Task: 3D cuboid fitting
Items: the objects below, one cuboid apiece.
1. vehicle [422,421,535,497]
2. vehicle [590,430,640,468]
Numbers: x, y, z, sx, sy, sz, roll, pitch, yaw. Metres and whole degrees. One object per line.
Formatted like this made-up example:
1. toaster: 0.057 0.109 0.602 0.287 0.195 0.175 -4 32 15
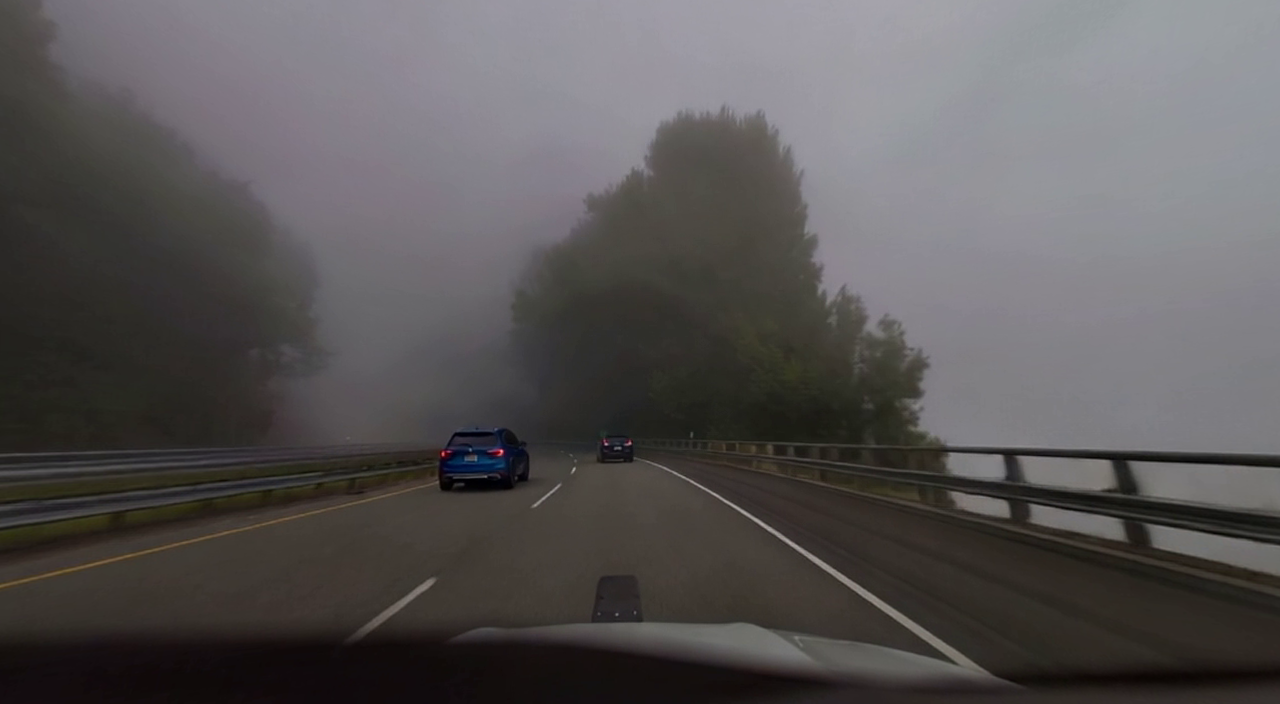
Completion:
1. vehicle: -4.338 2.952 17.821 2.053 1.847 4.760 0 -8 -2
2. vehicle: -1.395 5.074 33.292 2.452 1.857 4.022 1 -8 -5
